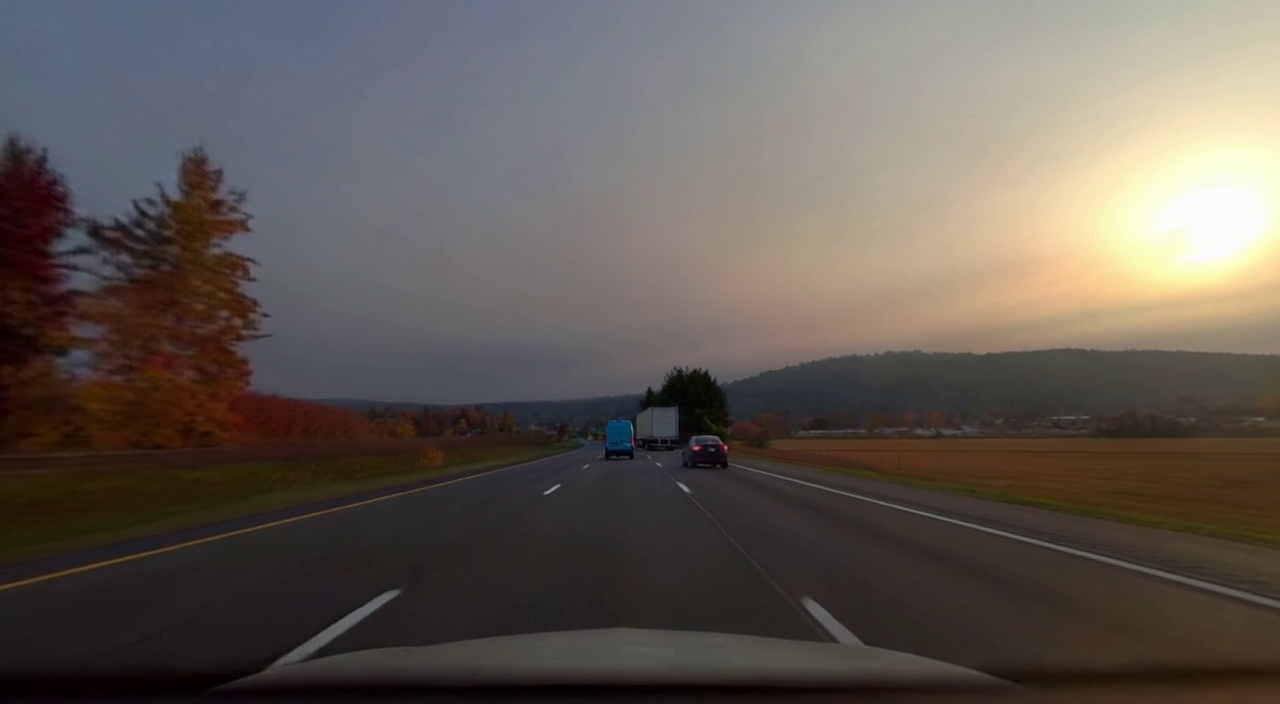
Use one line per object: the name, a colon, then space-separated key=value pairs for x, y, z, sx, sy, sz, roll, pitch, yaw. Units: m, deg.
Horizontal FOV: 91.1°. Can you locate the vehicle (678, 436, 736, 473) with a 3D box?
vehicle: x=2.878 y=4.513 z=27.973 sx=1.962 sy=1.508 sz=4.363 roll=0 pitch=-8 yaw=-2

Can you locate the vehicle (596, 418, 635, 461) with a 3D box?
vehicle: x=-1.536 y=5.721 z=41.156 sx=2.389 sy=2.637 sz=5.437 roll=0 pitch=-8 yaw=-1
